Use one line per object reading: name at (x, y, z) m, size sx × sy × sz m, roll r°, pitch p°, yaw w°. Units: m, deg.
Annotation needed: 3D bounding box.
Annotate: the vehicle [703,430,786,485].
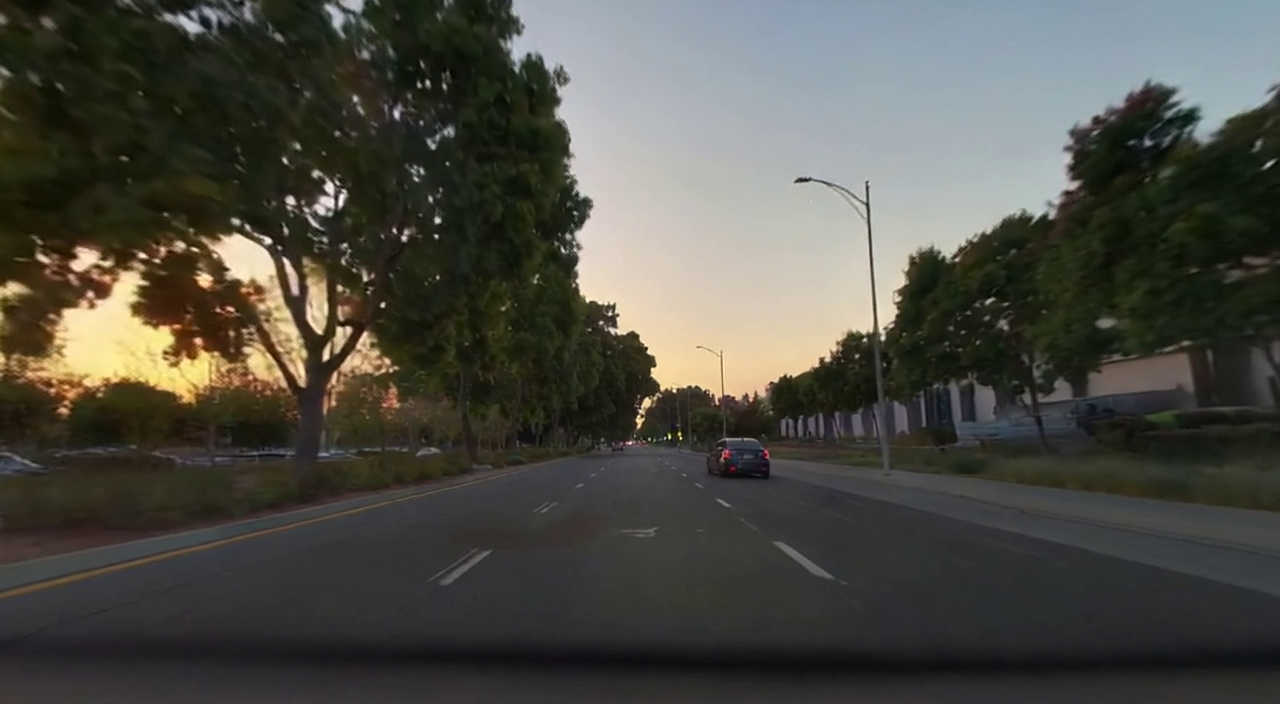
vehicle at (3.554, 3.669, 22.330) m, size 2.083 × 1.743 × 4.354 m, roll 0°, pitch -8°, yaw -1°
